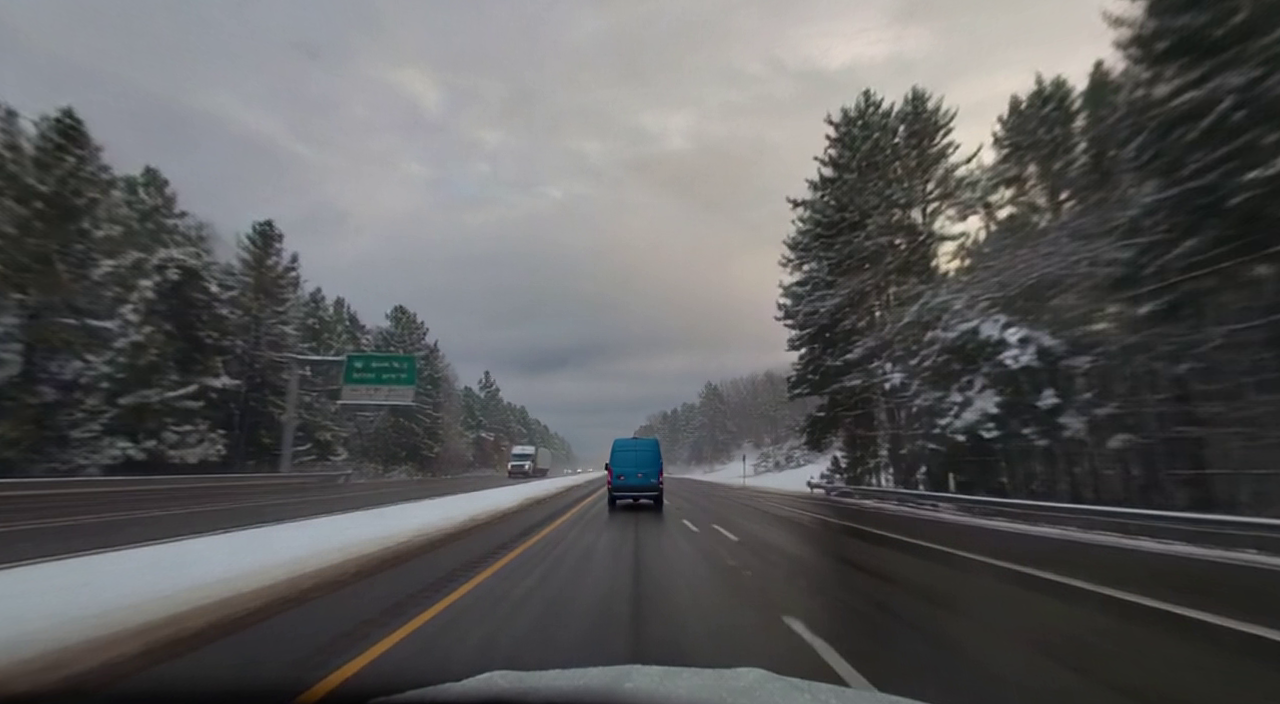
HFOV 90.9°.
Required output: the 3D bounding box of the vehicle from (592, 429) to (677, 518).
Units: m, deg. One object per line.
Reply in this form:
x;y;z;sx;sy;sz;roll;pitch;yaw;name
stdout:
-0.304;3.980;20.882;2.375;2.432;6.161;1;-10;-3;vehicle
